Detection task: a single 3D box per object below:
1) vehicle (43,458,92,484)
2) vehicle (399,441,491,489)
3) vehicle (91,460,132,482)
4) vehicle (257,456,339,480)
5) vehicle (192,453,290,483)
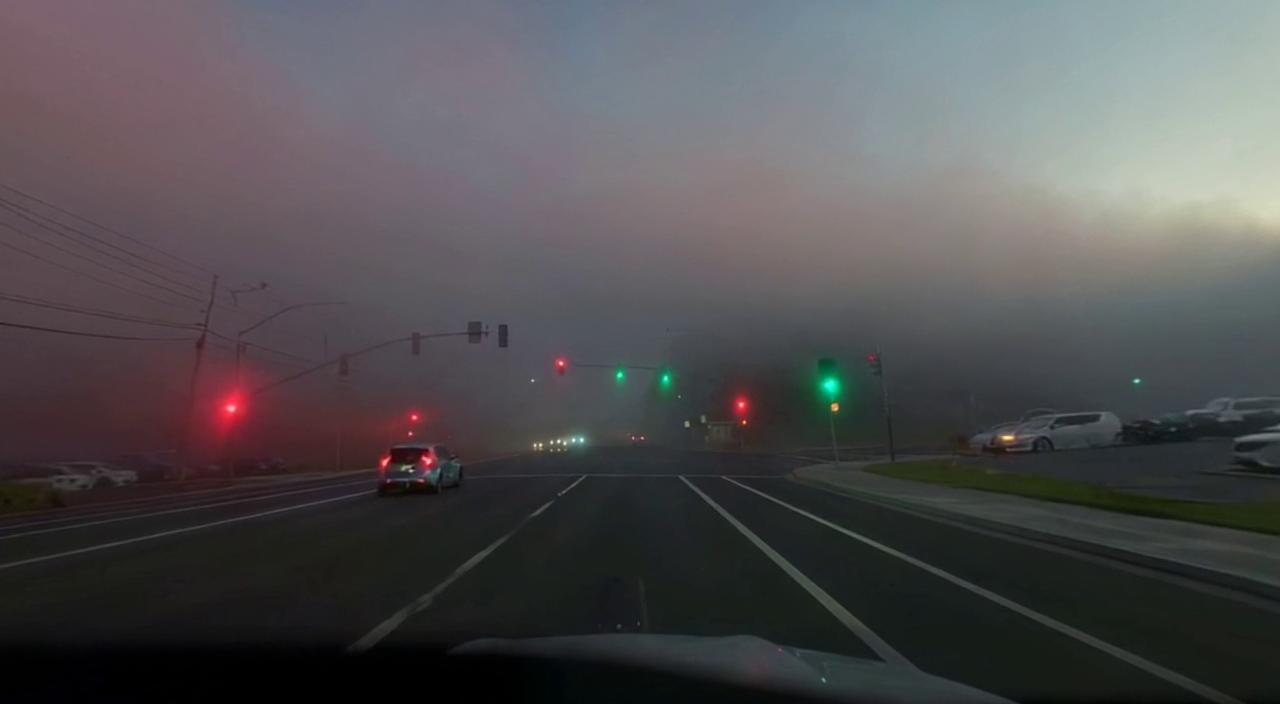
[{"bbox_3d":[-43.589,9.054,48.156,2.020,1.784,4.391,5,-10,-34],"label":"vehicle"},{"bbox_3d":[-6.483,3.778,21.515,1.928,1.451,4.219,0,-9,-2],"label":"vehicle"},{"bbox_3d":[-40.556,9.137,48.579,1.906,1.496,4.381,5,-10,-34],"label":"vehicle"},{"bbox_3d":[-22.636,7.653,41.888,4.298,1.466,1.921,-1,-9,4],"label":"vehicle"},{"bbox_3d":[-24.662,7.178,39.140,4.722,1.741,2.142,-1,-9,7],"label":"vehicle"}]
